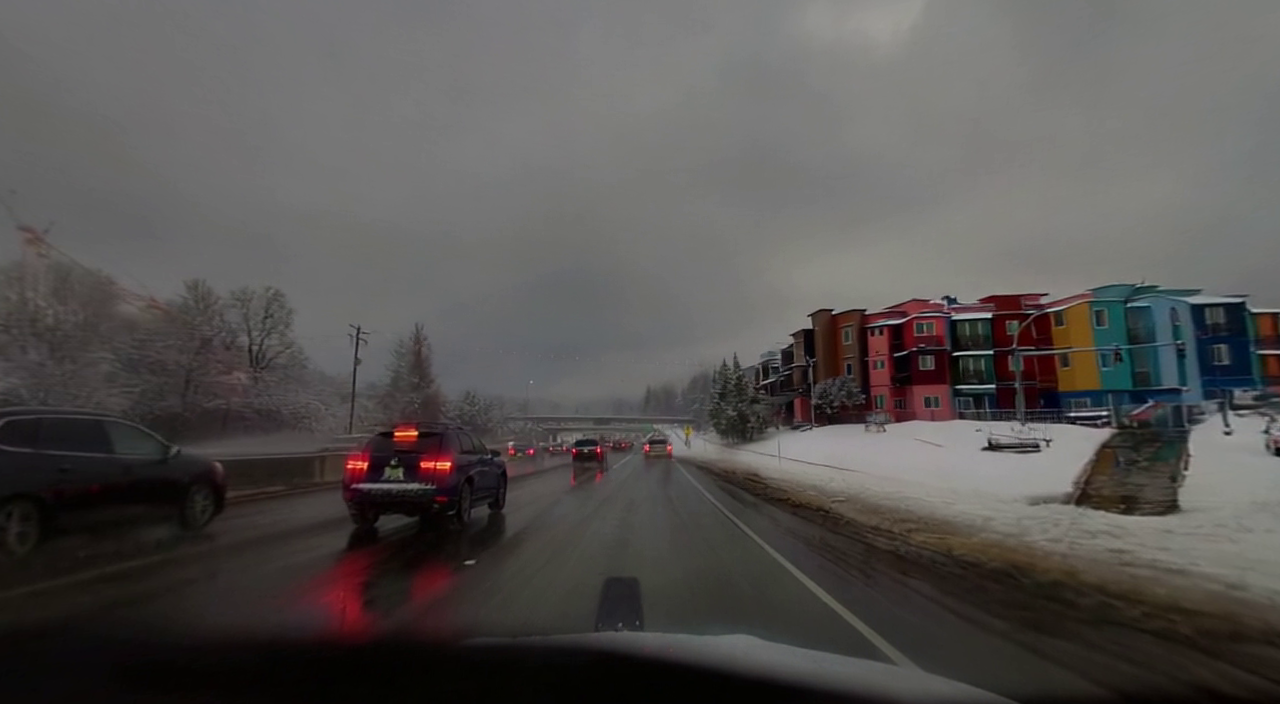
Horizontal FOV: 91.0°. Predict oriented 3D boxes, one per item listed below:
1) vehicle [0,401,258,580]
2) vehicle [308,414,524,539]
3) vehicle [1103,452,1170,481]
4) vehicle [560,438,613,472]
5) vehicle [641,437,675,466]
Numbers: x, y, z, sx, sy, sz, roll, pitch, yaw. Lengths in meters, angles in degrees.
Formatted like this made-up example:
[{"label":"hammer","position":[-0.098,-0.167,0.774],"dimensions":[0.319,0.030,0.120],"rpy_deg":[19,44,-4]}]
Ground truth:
[{"label":"vehicle","position":[-7.276,1.584,7.764],"dimensions":[2.113,1.724,4.656],"rpy_deg":[0,-8,1]},{"label":"vehicle","position":[-3.538,2.061,11.033],"dimensions":[2.045,1.710,4.382],"rpy_deg":[0,-8,2]},{"label":"vehicle","position":[29.585,6.777,37.679],"dimensions":[1.840,1.533,4.657],"rpy_deg":[-3,-9,22]},{"label":"vehicle","position":[-2.748,5.436,33.435],"dimensions":[2.109,1.657,4.554],"rpy_deg":[0,-8,4]},{"label":"vehicle","position":[1.165,6.547,41.634],"dimensions":[2.116,1.763,4.352],"rpy_deg":[0,-8,1]}]
